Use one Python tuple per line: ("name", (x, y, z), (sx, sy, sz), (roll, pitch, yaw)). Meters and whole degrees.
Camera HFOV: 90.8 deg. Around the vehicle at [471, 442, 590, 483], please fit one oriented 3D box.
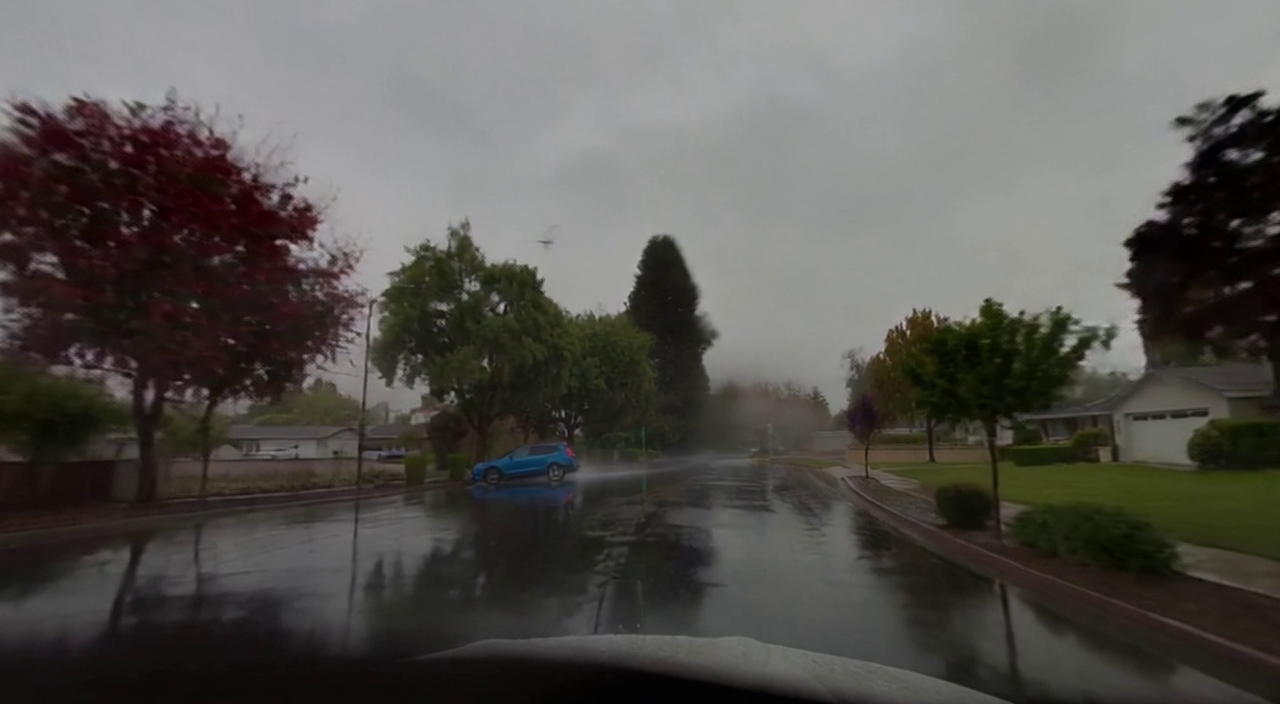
("vehicle", (-4.697, 4.788, 27.517), (4.692, 1.660, 1.879), (-1, -9, 9))
